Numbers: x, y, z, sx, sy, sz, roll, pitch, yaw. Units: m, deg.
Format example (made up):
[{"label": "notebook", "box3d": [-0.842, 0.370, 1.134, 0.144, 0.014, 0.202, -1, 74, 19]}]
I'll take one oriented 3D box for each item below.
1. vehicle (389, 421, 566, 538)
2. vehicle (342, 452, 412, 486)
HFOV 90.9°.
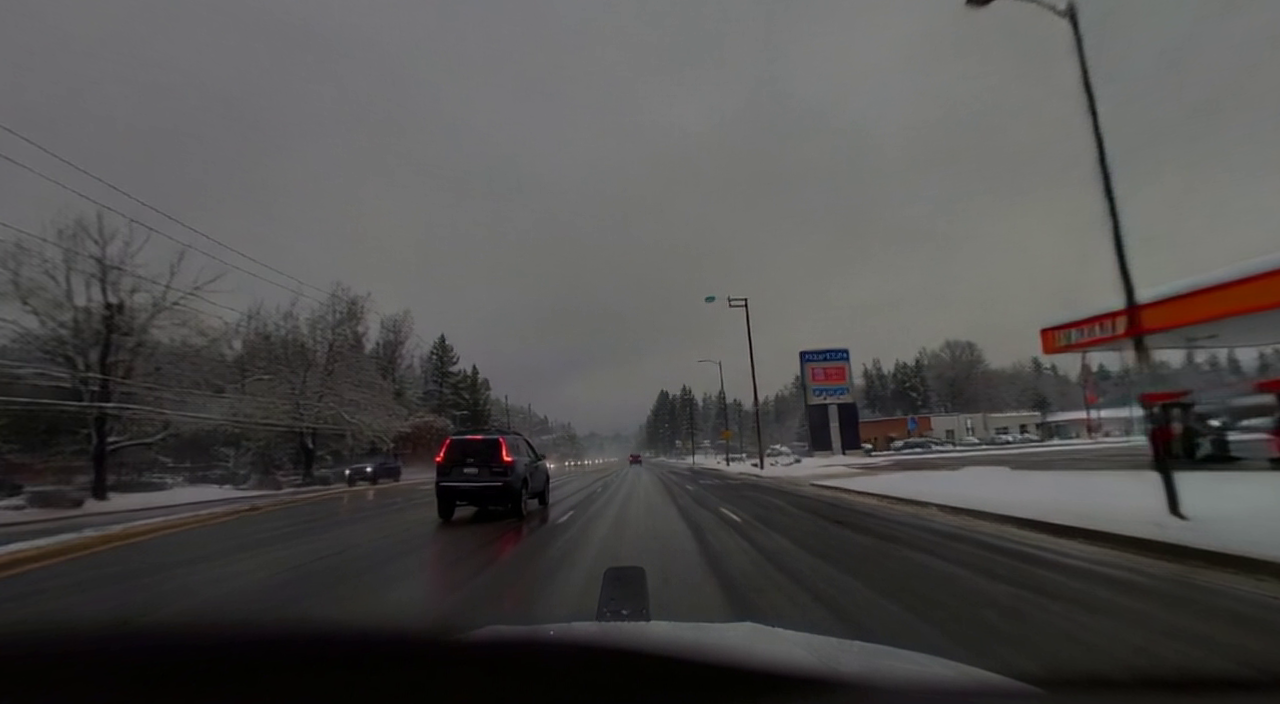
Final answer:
[{"label": "vehicle", "box3d": [-2.877, 2.391, 12.499, 2.190, 1.844, 4.751, 0, -8, 1]}, {"label": "vehicle", "box3d": [-18.443, 8.198, 44.564, 2.426, 2.160, 5.660, 0, -8, 1]}]
